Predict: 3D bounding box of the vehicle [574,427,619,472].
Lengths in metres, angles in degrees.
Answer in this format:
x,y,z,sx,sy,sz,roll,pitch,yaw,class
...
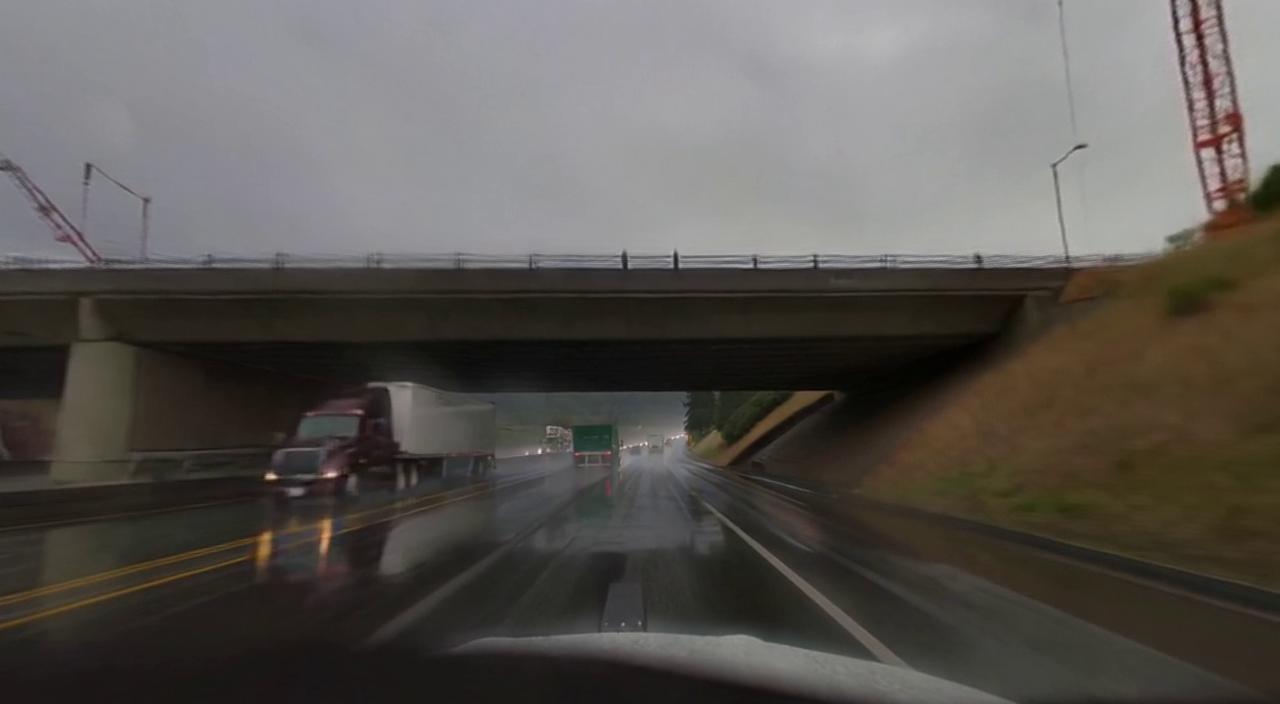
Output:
x,y,z,sx,sy,sz,roll,pitch,yaw,class
-2.872,6.691,43.225,2.565,2.771,6.641,0,-9,1,vehicle

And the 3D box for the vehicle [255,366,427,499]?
x,y,z,sx,sy,sz,roll,pitch,yaw,class
-10.006,2.853,21.976,2.918,3.990,5.826,0,-9,1,vehicle
